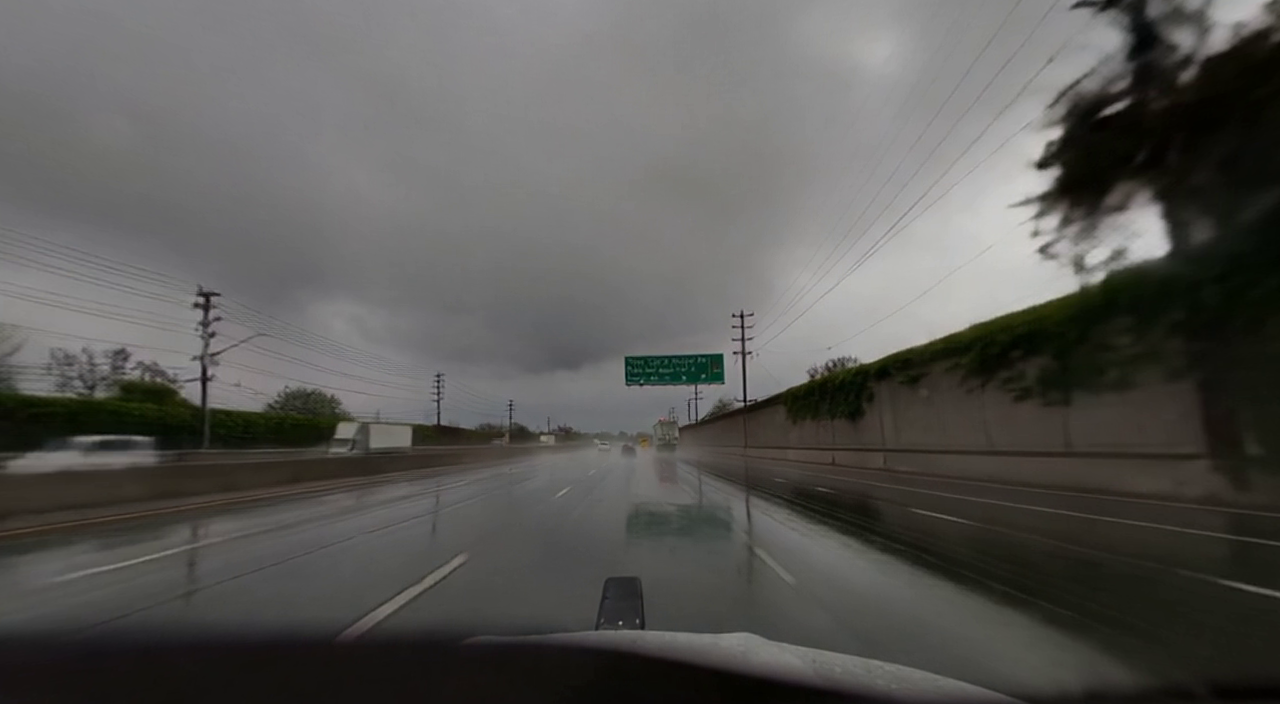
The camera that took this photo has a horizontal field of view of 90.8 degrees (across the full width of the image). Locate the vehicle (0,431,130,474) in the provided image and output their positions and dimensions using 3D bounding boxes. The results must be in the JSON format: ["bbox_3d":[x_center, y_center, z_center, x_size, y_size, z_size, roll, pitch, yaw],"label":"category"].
[{"bbox_3d":[-21.223,3.689,23.372,1.713,1.403,3.550,-2,-8,0],"label":"vehicle"}]
